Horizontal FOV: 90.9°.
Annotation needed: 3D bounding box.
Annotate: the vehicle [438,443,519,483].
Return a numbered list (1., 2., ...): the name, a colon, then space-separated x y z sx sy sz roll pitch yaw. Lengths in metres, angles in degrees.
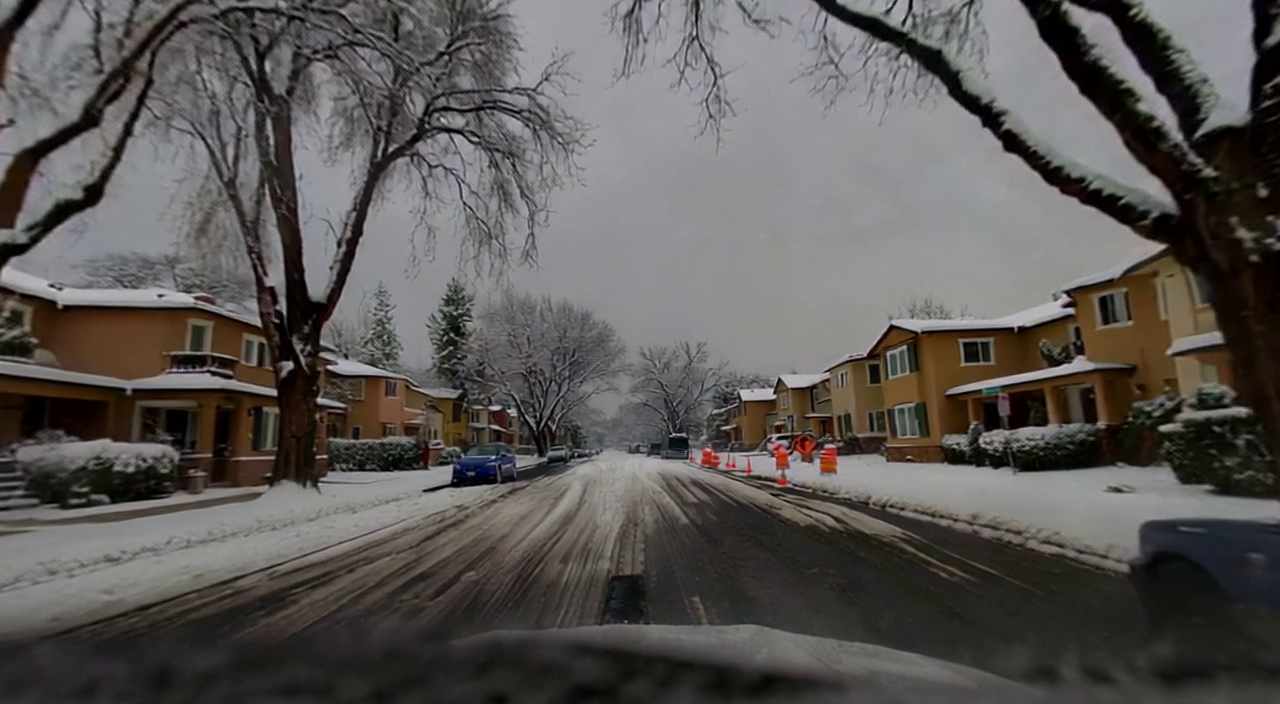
1. vehicle: -6.624 4.604 26.456 2.137 1.481 4.503 0 -9 1
